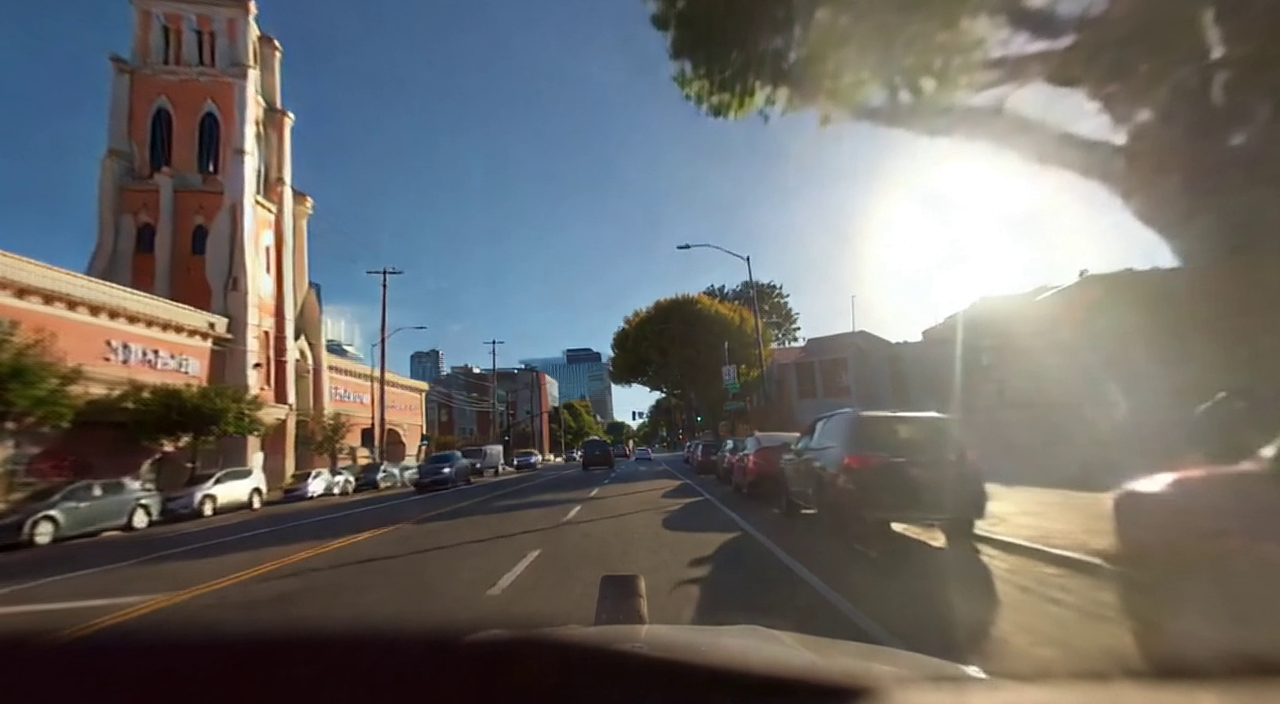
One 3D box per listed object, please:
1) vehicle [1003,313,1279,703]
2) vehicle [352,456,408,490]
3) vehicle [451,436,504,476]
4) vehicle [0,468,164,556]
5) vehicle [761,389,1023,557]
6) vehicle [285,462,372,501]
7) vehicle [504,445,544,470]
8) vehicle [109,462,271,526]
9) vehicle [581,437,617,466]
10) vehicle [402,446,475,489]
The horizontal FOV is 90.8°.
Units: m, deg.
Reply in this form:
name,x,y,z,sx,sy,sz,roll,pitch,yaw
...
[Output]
name,x,y,z,sx,sy,sz,roll,pitch,yaw
vehicle,3.611,0.588,1.233,2.055,1.857,6.596,0,-8,2
vehicle,-15.449,7.187,37.731,1.751,1.865,3.735,1,-9,-1
vehicle,-12.063,7.755,47.360,2.410,2.733,5.630,0,-9,0
vehicle,-15.074,3.991,16.404,1.978,1.819,4.477,1,-9,-2
vehicle,3.479,1.798,10.133,2.124,1.975,5.131,0,-8,1
vehicle,-15.408,6.401,31.564,2.076,1.672,4.499,1,-9,0
vehicle,-8.788,8.002,48.184,2.078,1.810,4.568,0,-9,1
vehicle,-15.403,4.837,22.069,2.014,1.846,4.920,1,-9,-1
vehicle,-2.952,7.284,46.339,2.293,1.936,4.737,0,-9,1
vehicle,-8.875,5.084,28.183,1.842,1.735,4.066,0,-9,1
